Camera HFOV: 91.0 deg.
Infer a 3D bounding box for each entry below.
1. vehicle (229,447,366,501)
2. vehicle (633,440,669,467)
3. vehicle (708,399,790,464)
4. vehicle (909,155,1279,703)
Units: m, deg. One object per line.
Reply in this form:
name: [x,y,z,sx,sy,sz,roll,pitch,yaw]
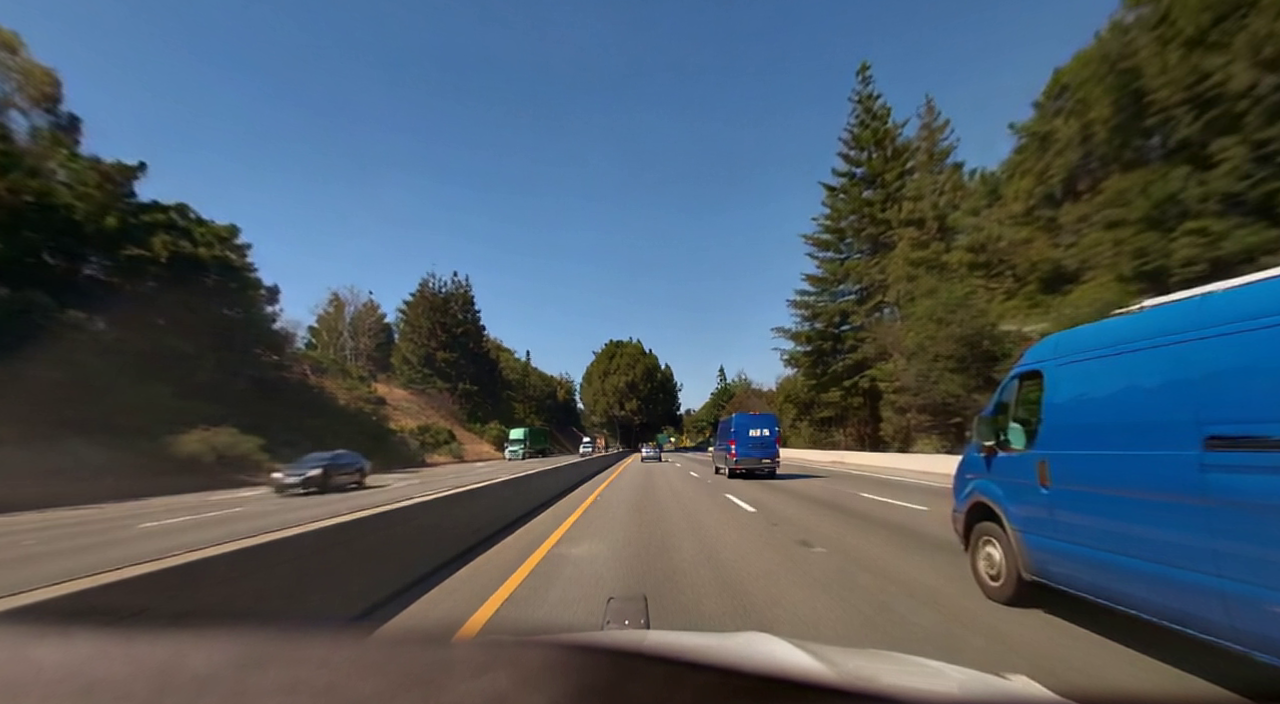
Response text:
vehicle: [-11.245,3.997,21.105,1.930,1.540,4.640,0,-8,1]
vehicle: [0.703,6.359,39.526,2.121,1.590,4.434,0,-8,1]
vehicle: [7.932,6.349,49.047,3.479,4.156,17.231,0,-8,1]
vehicle: [4.175,0.485,3.271,2.393,2.679,7.059,0,-8,0]
